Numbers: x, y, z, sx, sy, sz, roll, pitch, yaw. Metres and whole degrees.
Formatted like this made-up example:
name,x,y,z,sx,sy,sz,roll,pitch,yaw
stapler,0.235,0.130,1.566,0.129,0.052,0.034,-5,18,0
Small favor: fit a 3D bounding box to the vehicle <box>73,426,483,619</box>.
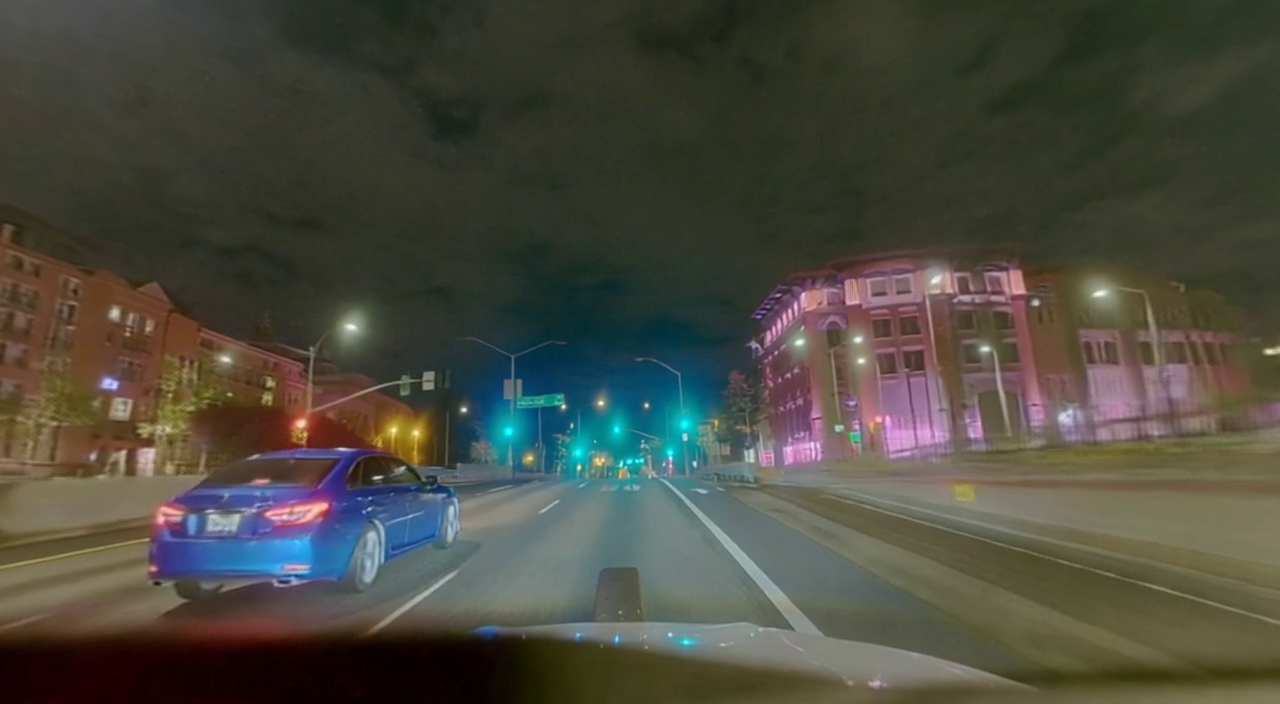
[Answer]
name,x,y,z,sx,sy,sz,roll,pitch,yaw
vehicle,-3.341,1.642,7.097,2.041,1.470,4.290,0,-9,0
